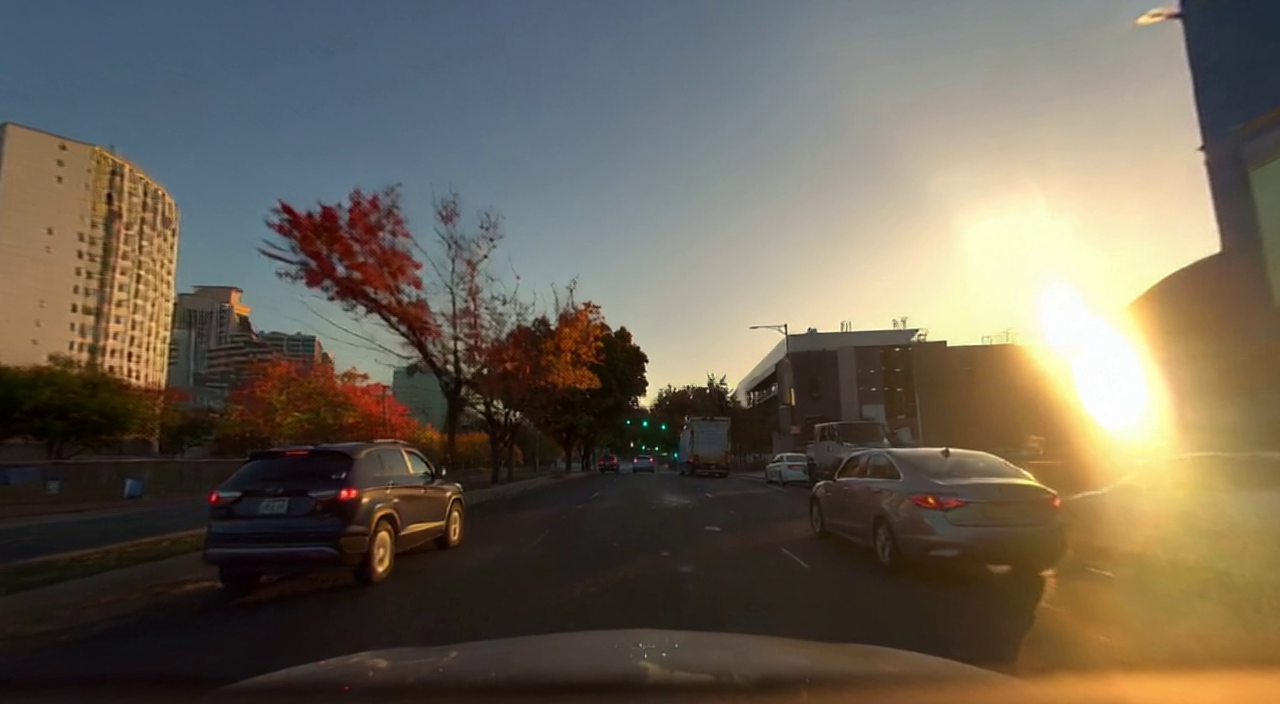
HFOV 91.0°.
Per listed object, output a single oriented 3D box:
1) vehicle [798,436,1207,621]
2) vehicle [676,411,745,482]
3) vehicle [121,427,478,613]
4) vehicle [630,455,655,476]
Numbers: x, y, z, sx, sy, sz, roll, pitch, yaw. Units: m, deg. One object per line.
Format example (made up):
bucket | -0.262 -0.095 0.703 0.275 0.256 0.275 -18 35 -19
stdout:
vehicle | 3.538 1.800 7.589 1.915 1.449 4.970 0 -9 -1
vehicle | 4.031 5.819 38.681 3.003 3.680 10.684 0 -9 0
vehicle | -3.458 1.764 7.607 1.751 1.540 4.481 0 -9 1
vehicle | 0.184 8.975 49.938 1.846 1.528 4.348 0 -9 0
